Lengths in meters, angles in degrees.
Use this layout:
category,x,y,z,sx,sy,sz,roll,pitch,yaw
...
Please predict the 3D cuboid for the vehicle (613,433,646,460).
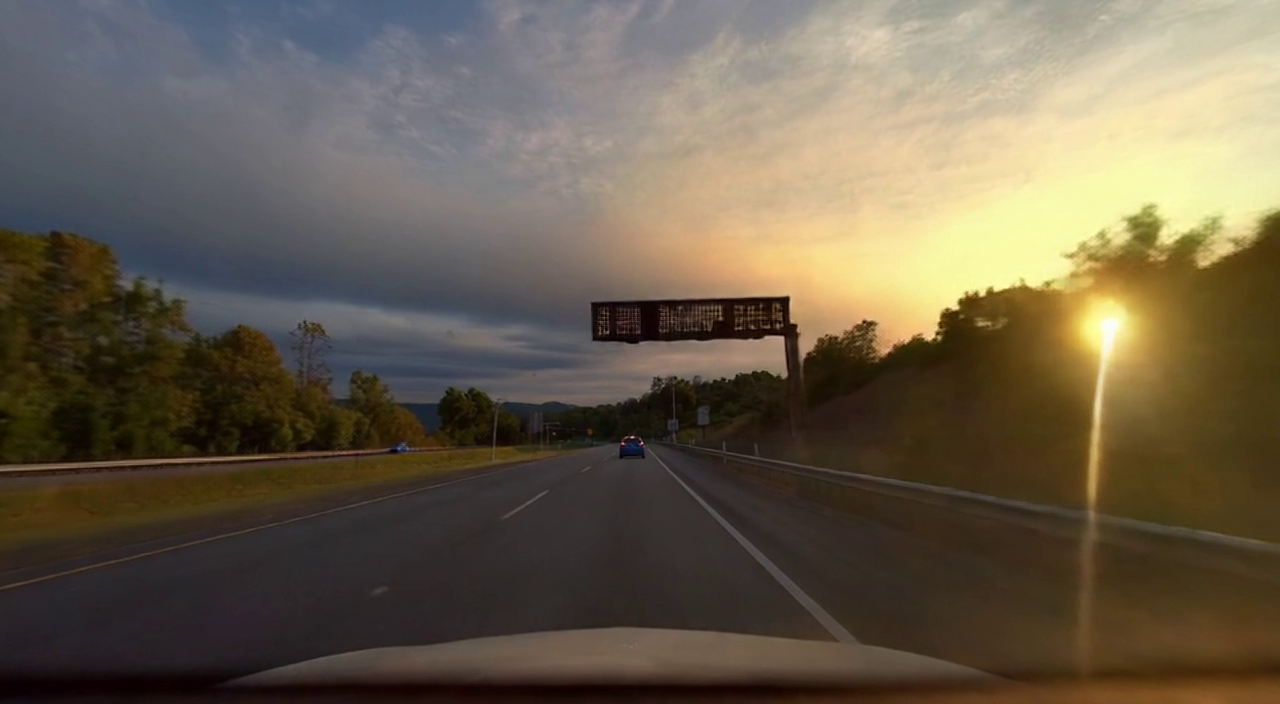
category,x,y,z,sx,sy,sz,roll,pitch,yaw
vehicle,-0.736,6.461,43.182,2.180,1.717,4.139,0,-8,-1
